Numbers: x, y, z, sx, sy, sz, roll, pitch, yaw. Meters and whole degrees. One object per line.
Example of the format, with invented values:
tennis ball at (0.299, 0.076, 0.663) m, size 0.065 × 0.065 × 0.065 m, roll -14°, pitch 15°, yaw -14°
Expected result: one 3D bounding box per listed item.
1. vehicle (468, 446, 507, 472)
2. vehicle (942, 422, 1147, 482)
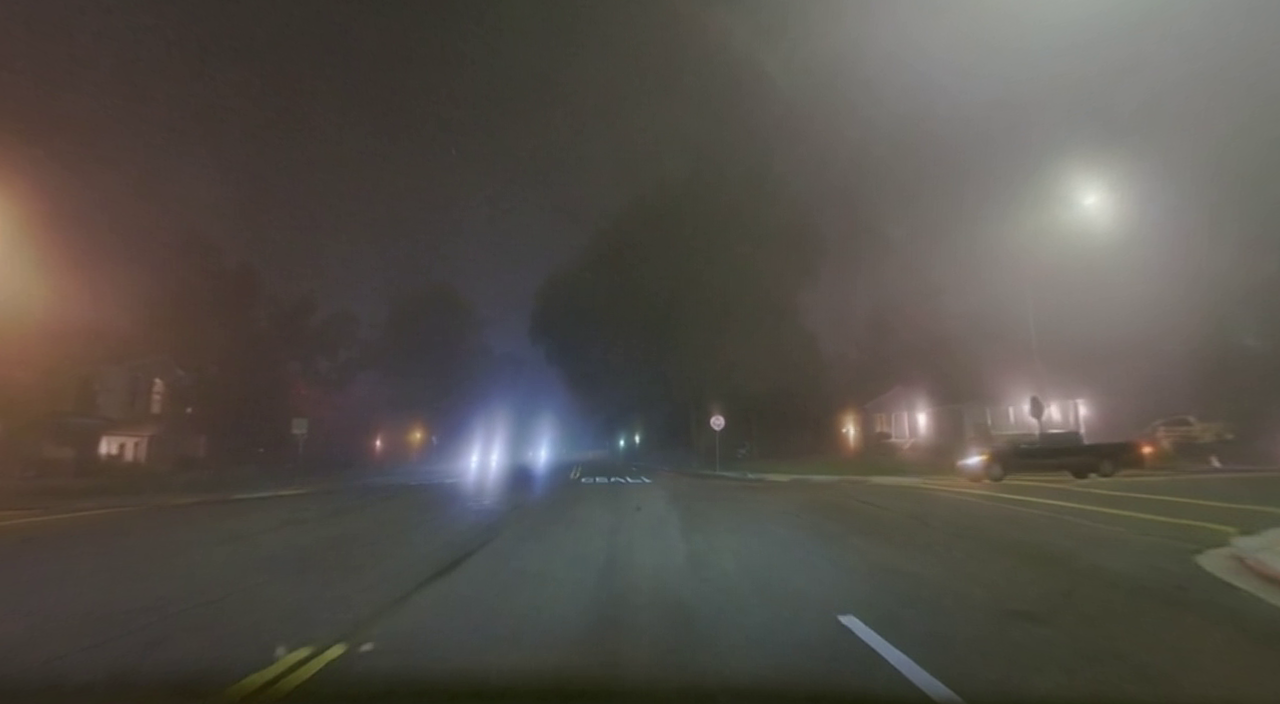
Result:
vehicle at (-10.989, 7.720, 45.863) m, size 2.053 × 1.727 × 4.651 m, roll 1°, pitch -8°, yaw -5°
vehicle at (11.850, 2.951, 18.779) m, size 4.702 × 1.661 × 1.977 m, roll 0°, pitch -8°, yaw 0°
